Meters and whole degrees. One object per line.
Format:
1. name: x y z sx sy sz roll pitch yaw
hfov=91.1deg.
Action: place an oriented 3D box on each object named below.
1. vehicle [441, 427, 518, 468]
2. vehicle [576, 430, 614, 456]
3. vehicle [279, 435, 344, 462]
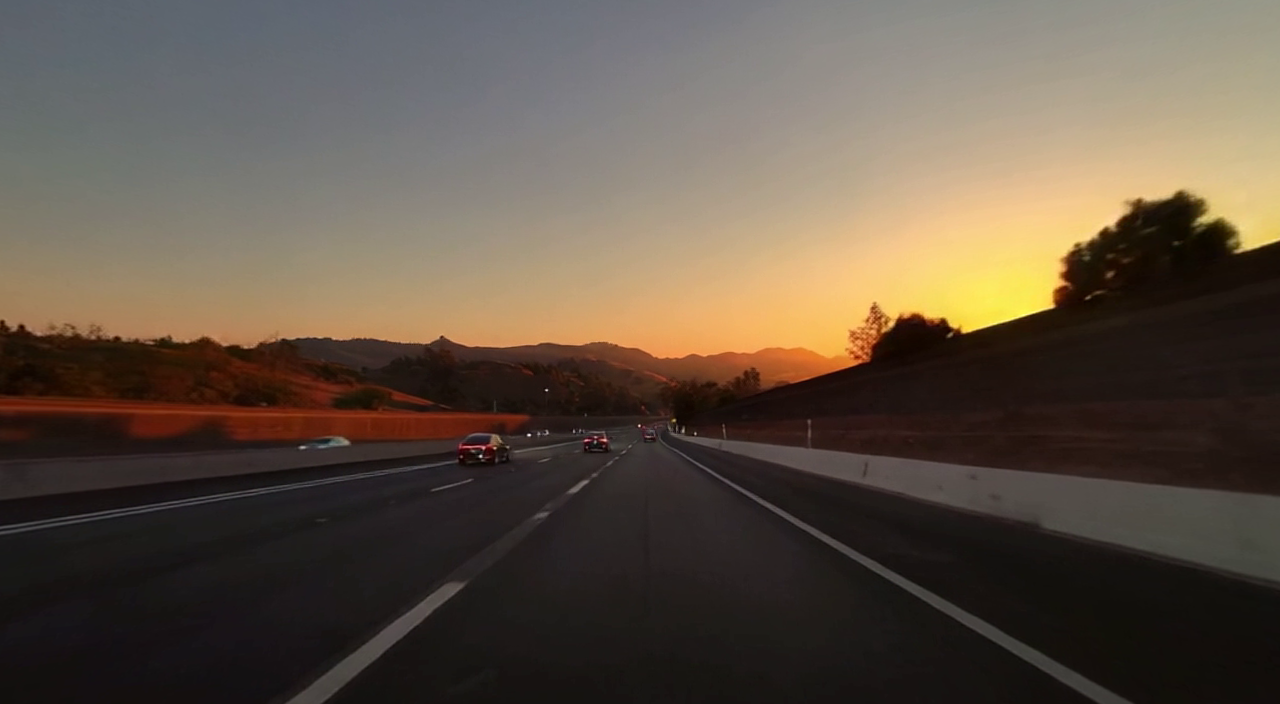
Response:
1. vehicle: -6.882 4.127 27.499 2.113 1.632 4.409 0 -8 1
2. vehicle: -2.888 5.977 41.356 2.064 1.571 4.225 0 -8 1
3. vehicle: -23.774 6.969 45.725 2.071 1.800 4.743 0 -8 1
